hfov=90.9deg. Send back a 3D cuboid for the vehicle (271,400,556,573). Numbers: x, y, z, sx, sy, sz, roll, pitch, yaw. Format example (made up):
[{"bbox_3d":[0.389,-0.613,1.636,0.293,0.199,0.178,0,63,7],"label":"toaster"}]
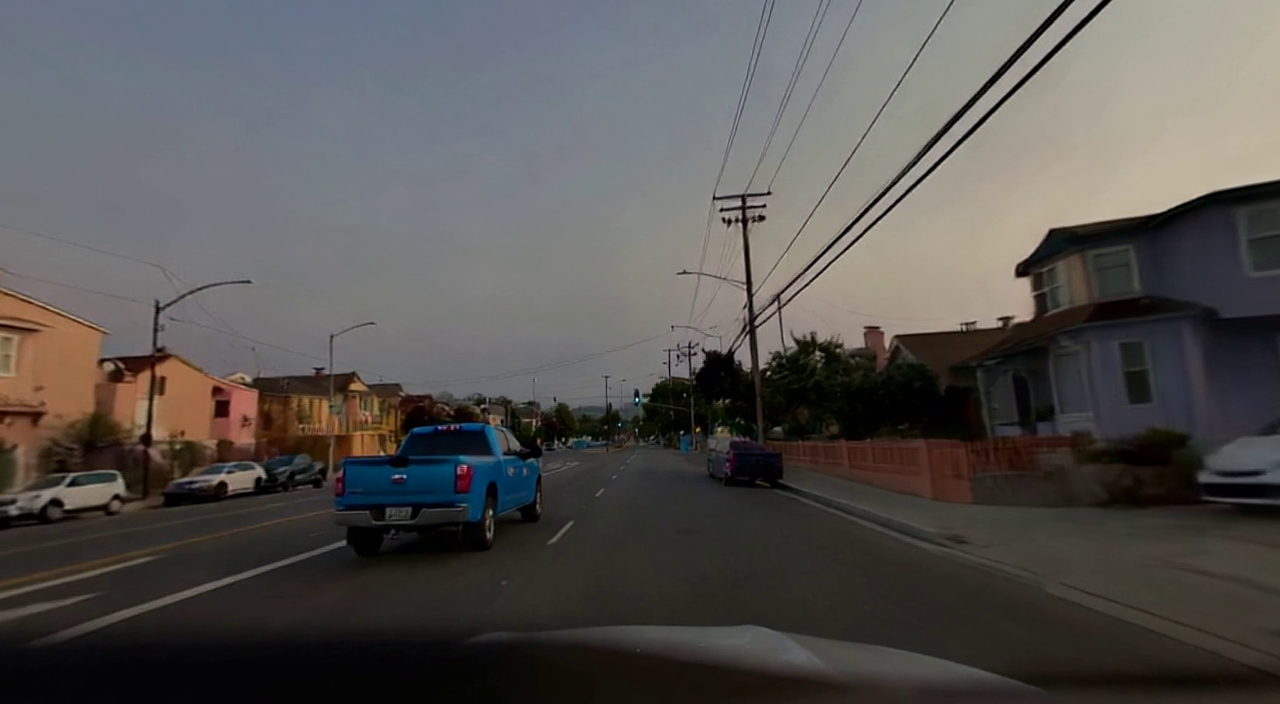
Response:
[{"bbox_3d":[-2.862,1.880,9.661,2.242,1.890,5.306,-1,-9,2],"label":"vehicle"}]

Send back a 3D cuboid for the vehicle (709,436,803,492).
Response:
[{"bbox_3d":[3.446,3.420,19.581,2.012,1.491,4.333,0,-9,-1],"label":"vehicle"}]

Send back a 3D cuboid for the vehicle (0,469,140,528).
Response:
[{"bbox_3d":[-18.945,4.671,20.495,1.820,1.511,4.294,0,-8,0],"label":"vehicle"}]

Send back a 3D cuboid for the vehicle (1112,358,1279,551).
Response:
[{"bbox_3d":[9.002,1.058,6.863,5.715,1.822,2.324,-1,-7,3],"label":"vehicle"}]

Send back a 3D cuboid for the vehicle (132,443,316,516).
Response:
[{"bbox_3d":[-12.115,3.695,18.909,2.089,1.849,4.940,-1,-9,1],"label":"vehicle"}]
